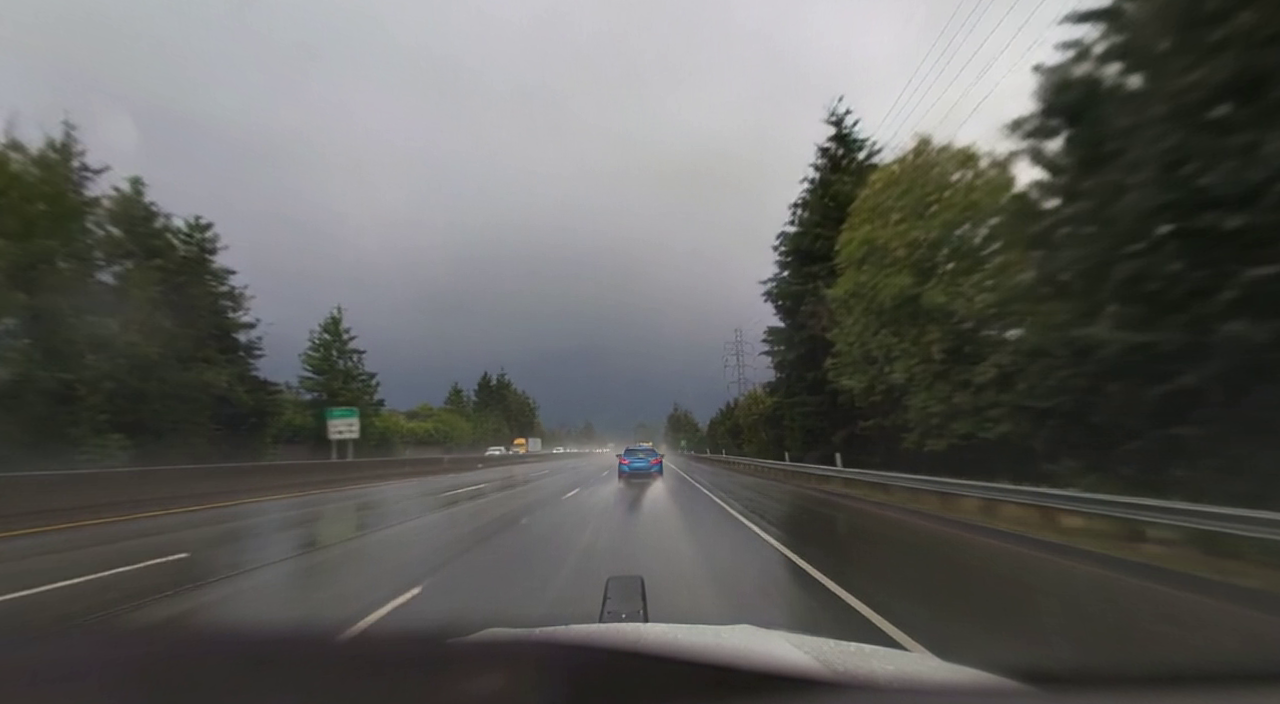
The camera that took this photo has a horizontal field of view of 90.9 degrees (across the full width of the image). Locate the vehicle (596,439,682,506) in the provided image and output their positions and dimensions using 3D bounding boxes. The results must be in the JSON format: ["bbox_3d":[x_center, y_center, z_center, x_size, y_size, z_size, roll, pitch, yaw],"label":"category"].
[{"bbox_3d":[-0.062,3.103,16.628,1.966,1.499,4.298,0,-9,-1],"label":"vehicle"}]
